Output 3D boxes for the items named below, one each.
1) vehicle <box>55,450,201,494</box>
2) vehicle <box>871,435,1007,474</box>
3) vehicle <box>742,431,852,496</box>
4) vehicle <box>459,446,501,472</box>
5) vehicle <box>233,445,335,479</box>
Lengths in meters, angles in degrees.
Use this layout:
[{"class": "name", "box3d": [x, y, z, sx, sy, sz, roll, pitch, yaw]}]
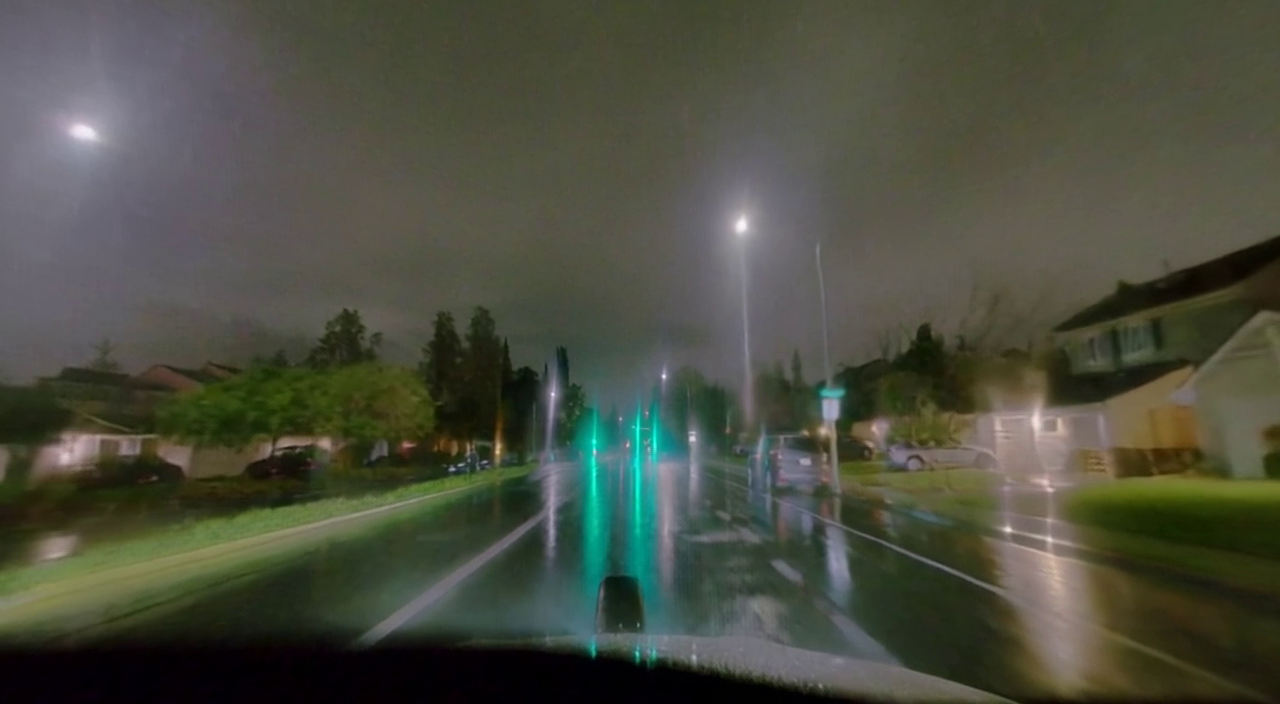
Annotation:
[{"class": "vehicle", "box3d": [-21.194, 4.965, 26.318, 4.272, 1.688, 1.990, 0, -9, -1]}, {"class": "vehicle", "box3d": [12.158, 4.192, 25.948, 4.577, 1.490, 1.903, 0, -8, 0]}, {"class": "vehicle", "box3d": [4.804, 3.504, 20.234, 2.196, 1.801, 4.778, 0, -8, -1]}, {"class": "vehicle", "box3d": [-12.484, 8.373, 49.607, 2.003, 1.804, 4.554, -1, -7, 1]}, {"class": "vehicle", "box3d": [-20.732, 6.413, 36.934, 4.698, 1.862, 2.116, 0, -9, 2]}]
